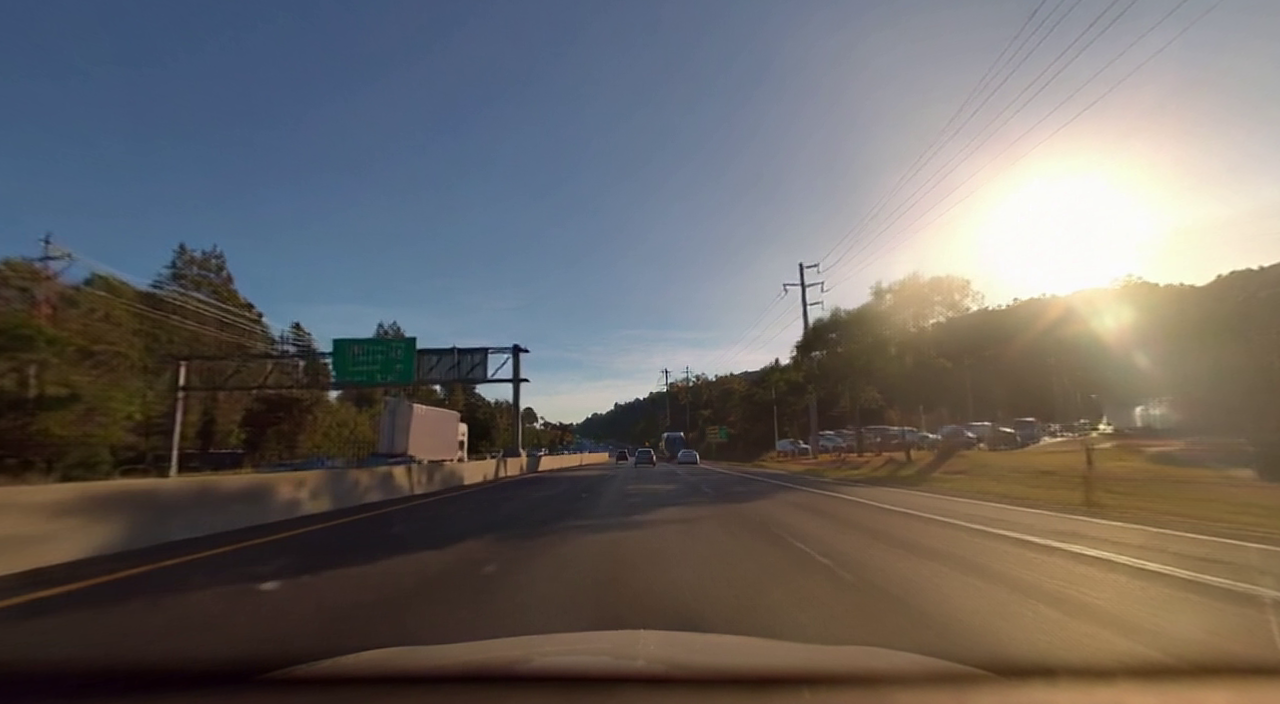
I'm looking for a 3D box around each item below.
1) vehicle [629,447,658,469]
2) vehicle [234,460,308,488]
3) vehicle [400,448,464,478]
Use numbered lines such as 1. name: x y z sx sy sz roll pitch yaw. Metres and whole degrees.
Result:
1. vehicle: 0.278 8.154 48.430 2.111 1.599 3.859 0 -9 0
2. vehicle: -22.557 7.434 38.752 1.825 1.524 4.595 0 -9 -1
3. vehicle: -11.375 6.105 34.851 1.950 1.505 4.757 0 -9 0
